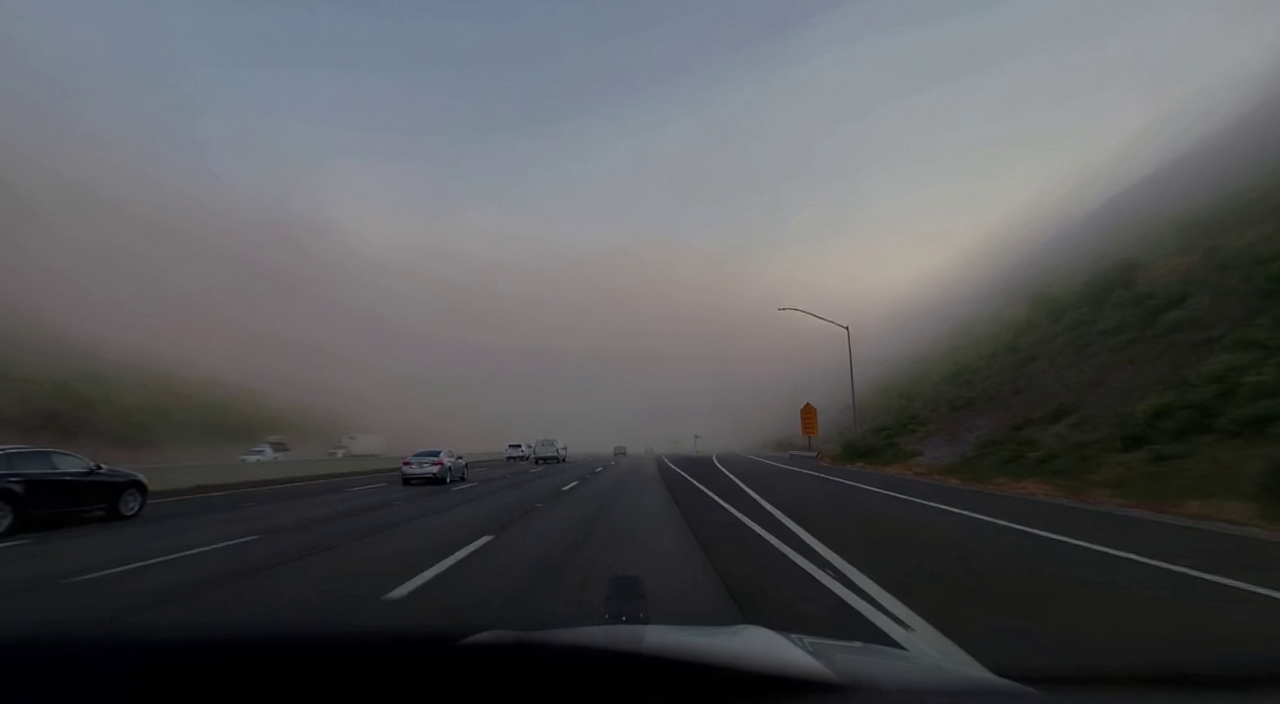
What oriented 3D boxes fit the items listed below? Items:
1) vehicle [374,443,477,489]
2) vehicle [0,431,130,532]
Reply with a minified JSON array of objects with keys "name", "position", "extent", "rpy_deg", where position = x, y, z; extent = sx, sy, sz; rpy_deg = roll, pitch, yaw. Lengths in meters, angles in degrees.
[{"name":"vehicle","position":[-7.515,4.021,22.635],"extent":[2.107,1.484,4.449],"rpy_deg":[0,-9,1]},{"name":"vehicle","position":[-11.569,2.176,10.642],"extent":[2.020,1.645,4.629],"rpy_deg":[0,-9,0]}]
